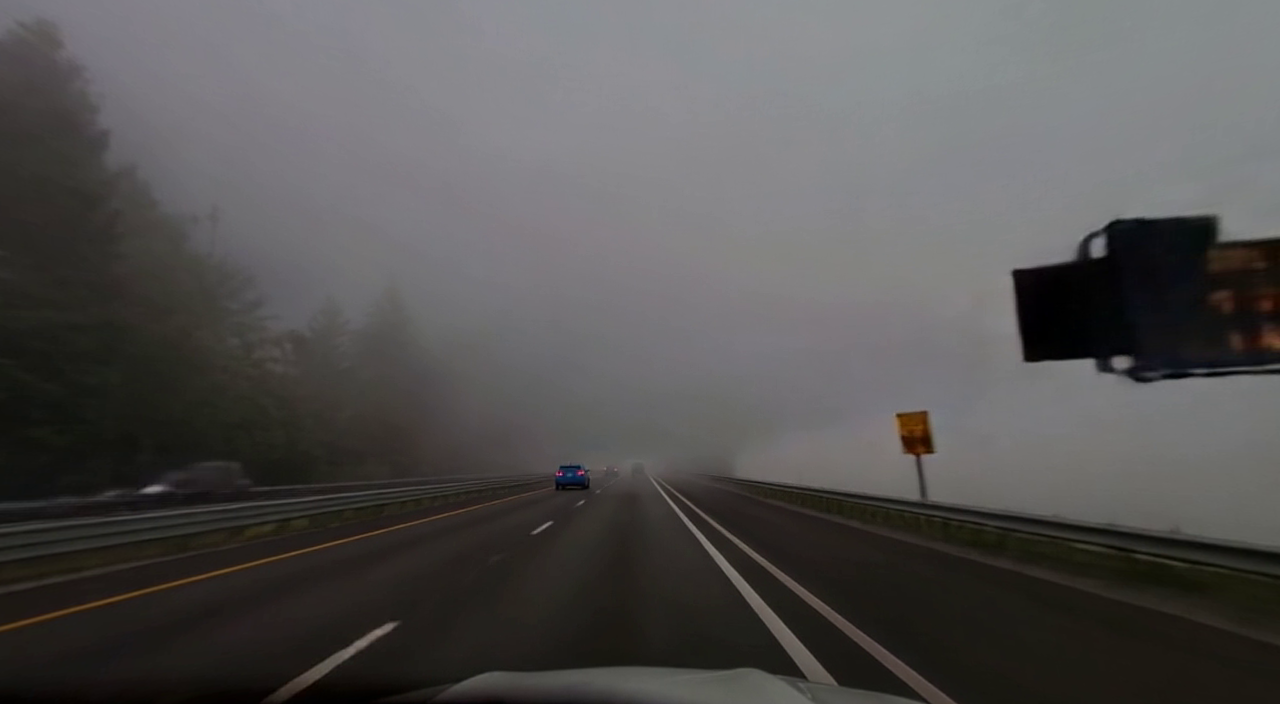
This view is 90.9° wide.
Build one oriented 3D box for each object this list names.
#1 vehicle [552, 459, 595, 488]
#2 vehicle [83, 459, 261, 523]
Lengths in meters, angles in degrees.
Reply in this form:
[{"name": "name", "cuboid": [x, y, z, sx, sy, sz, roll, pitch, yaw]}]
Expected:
[{"name": "vehicle", "cuboid": [-3.931, 7.282, 37.857, 2.081, 1.586, 4.245, 0, -10, 0]}, {"name": "vehicle", "cuboid": [-13.935, 4.150, 19.177, 2.021, 1.674, 4.329, 1, -10, 0]}]
